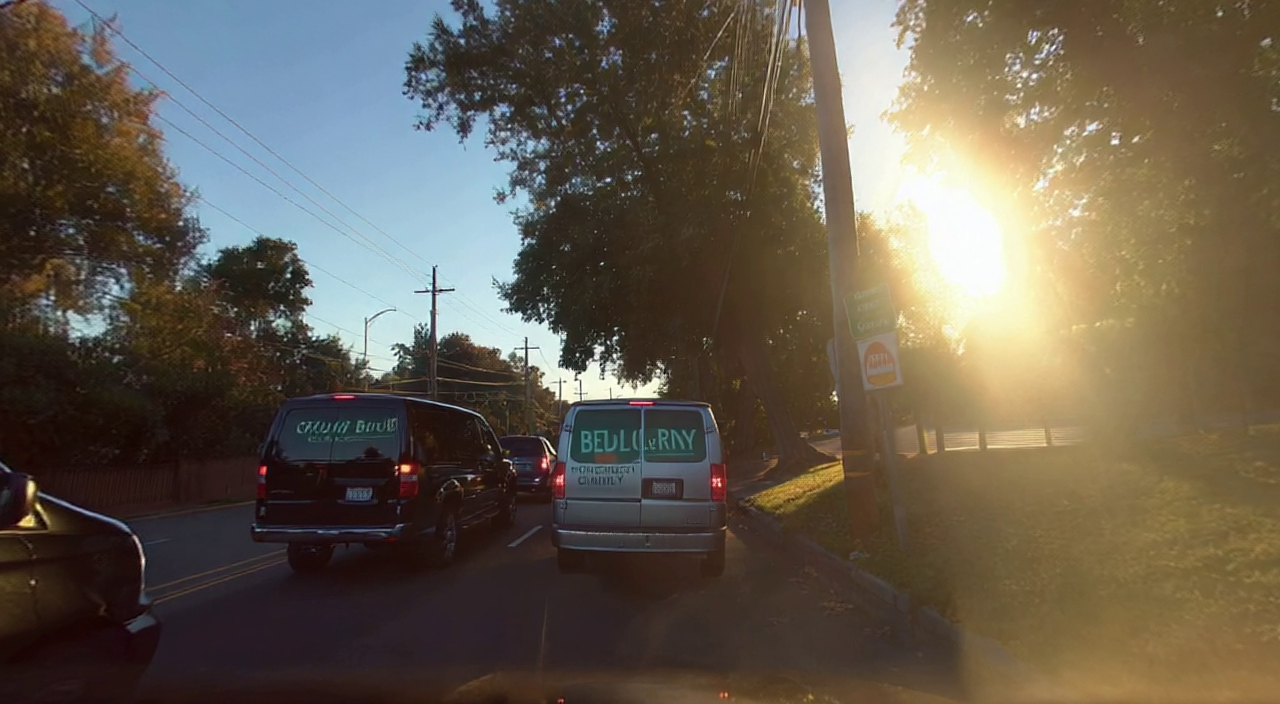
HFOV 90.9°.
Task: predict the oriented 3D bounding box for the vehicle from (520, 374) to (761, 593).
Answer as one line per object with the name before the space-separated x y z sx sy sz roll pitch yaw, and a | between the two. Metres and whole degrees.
vehicle | 0.109 1.462 7.693 2.117 1.911 4.095 -1 -8 3

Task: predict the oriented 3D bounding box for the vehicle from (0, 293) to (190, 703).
vehicle | -3.150 0.466 0.244 2.160 1.796 4.997 0 -8 1

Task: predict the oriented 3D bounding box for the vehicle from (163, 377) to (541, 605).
vehicle | -2.755 1.483 7.620 2.109 1.851 4.749 -1 -8 3
